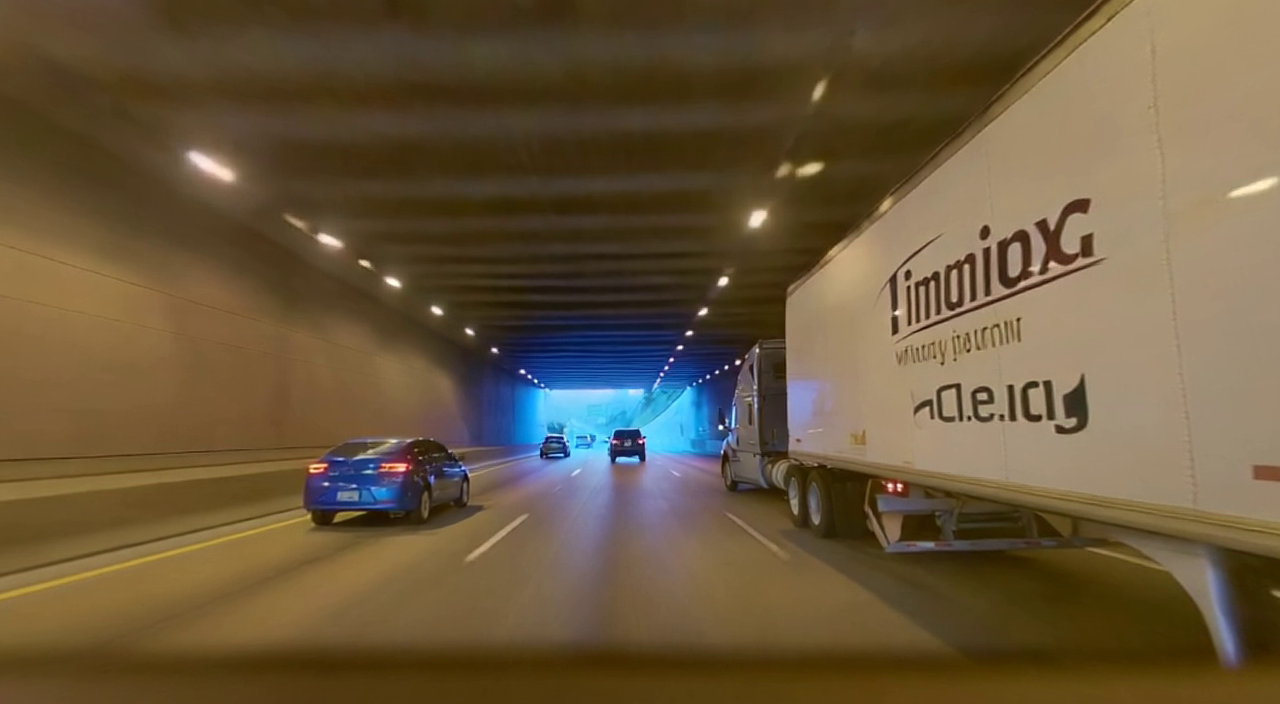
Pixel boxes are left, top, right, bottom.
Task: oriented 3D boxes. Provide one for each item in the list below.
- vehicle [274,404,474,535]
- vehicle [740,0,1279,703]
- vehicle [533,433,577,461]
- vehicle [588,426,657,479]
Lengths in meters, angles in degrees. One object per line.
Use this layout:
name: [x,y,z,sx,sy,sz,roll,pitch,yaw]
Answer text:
vehicle: [-3.859,1.735,9.737,1.826,1.695,2.870,0,-8,-1]
vehicle: [3.728,0.136,6.296,2.842,4.108,14.081,0,-8,-1]
vehicle: [-4.720,5.362,35.693,2.019,1.435,4.317,0,-8,-2]
vehicle: [-0.559,3.335,21.084,2.094,1.600,3.666,0,-8,-1]
